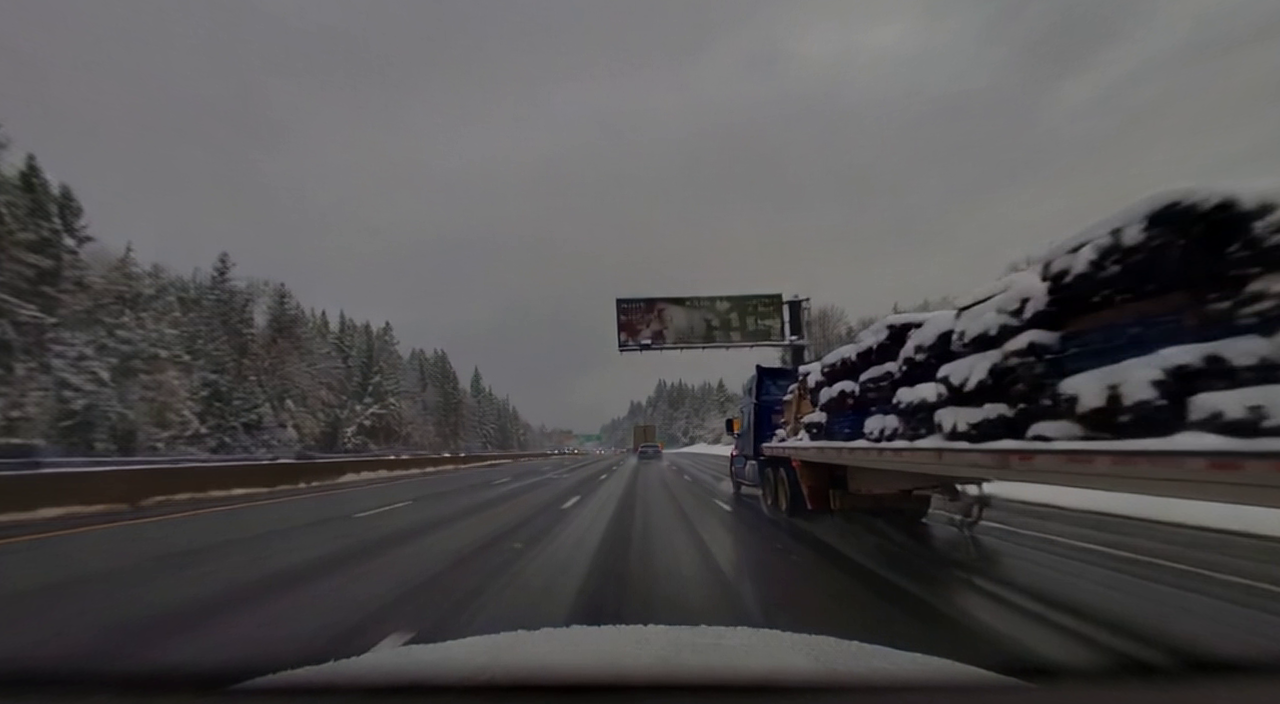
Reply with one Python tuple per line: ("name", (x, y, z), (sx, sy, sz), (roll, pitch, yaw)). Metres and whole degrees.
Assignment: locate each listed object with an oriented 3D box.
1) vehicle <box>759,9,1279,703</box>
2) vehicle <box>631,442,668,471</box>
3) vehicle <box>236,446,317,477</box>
("vehicle", (4.259, 0.590, 5.928), (2.917, 3.179, 18.723), (0, -8, 1))
("vehicle", (0.516, 5.994, 36.445), (2.042, 1.528, 4.300), (0, -8, 0))
("vehicle", (-21.590, 6.502, 37.727), (1.992, 1.665, 4.678), (0, -8, 1))
